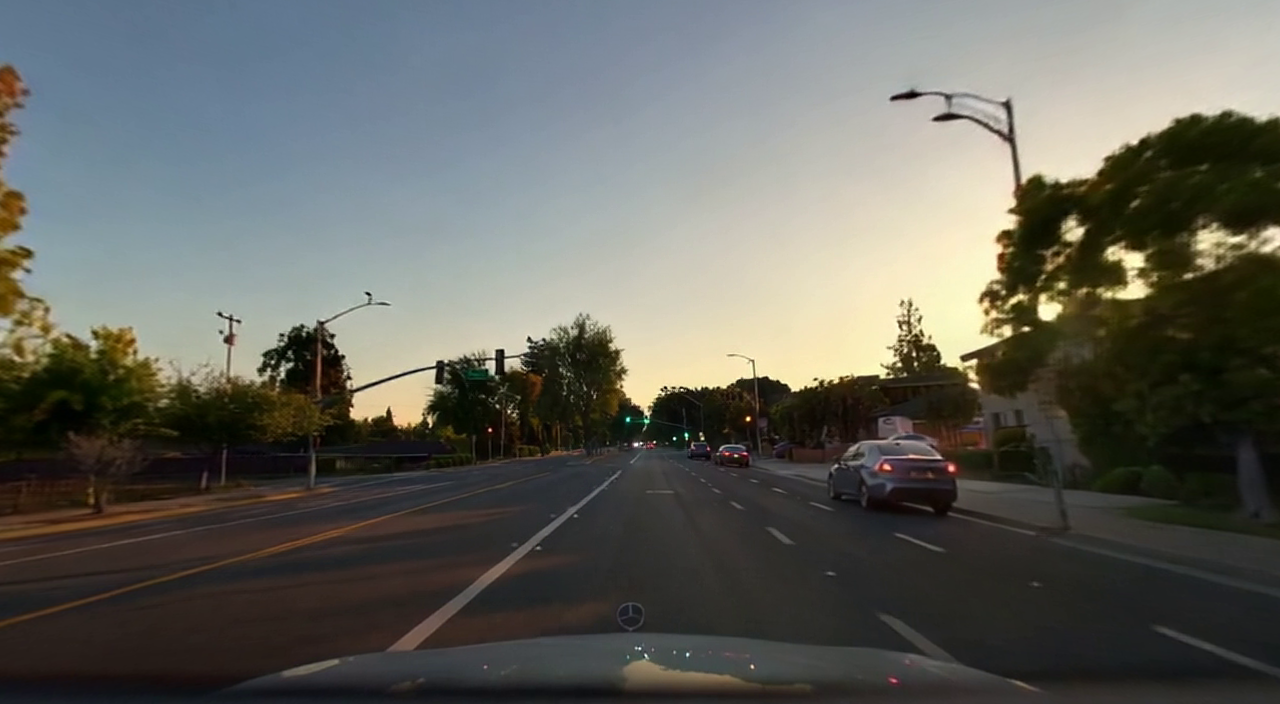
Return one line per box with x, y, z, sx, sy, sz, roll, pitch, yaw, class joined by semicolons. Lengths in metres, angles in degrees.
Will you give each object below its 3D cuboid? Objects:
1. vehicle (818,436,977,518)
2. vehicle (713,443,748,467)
5.617;2.743;14.392;1.950;1.567;4.083;0;-8;1;vehicle
6.148;7.037;43.120;1.855;1.520;4.808;0;-8;2;vehicle
